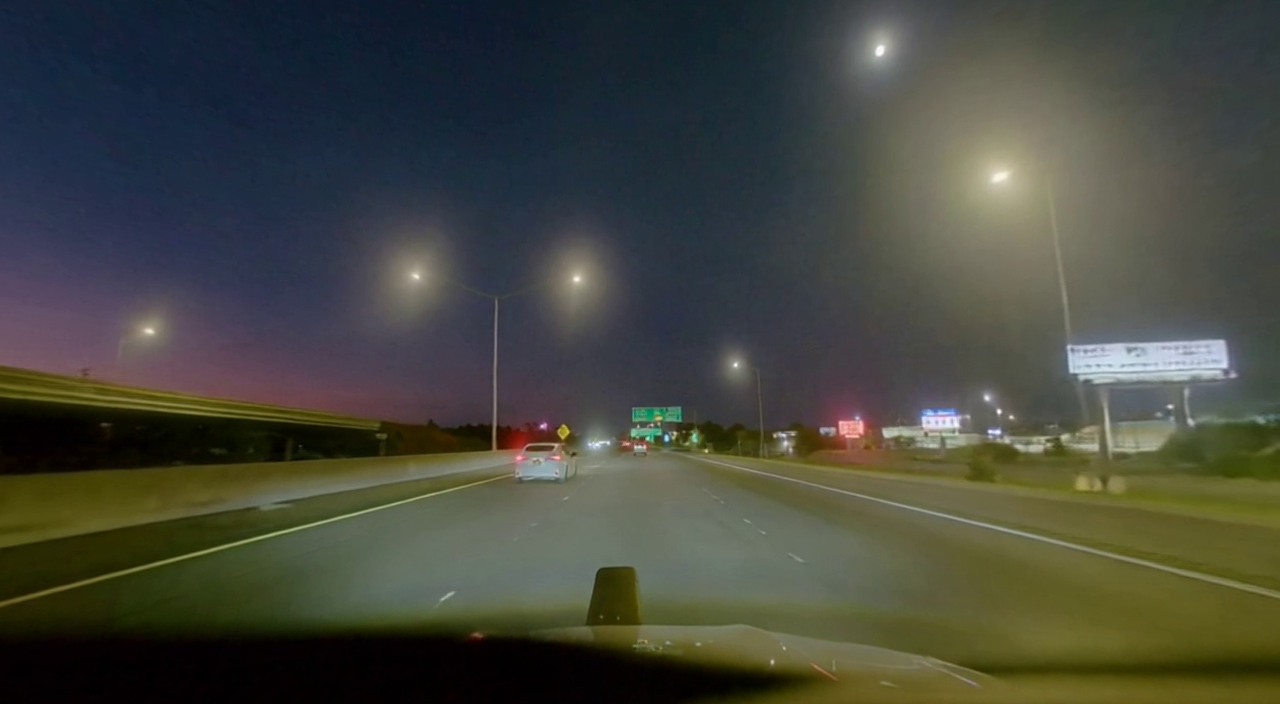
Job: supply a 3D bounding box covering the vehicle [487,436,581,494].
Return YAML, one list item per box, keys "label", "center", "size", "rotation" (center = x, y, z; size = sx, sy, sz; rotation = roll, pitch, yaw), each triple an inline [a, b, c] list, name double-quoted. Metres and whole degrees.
- label: "vehicle"
  center: [-3.077, 3.401, 19.457]
  size: [2.029, 1.557, 4.570]
  rotation: [0, -9, 1]
